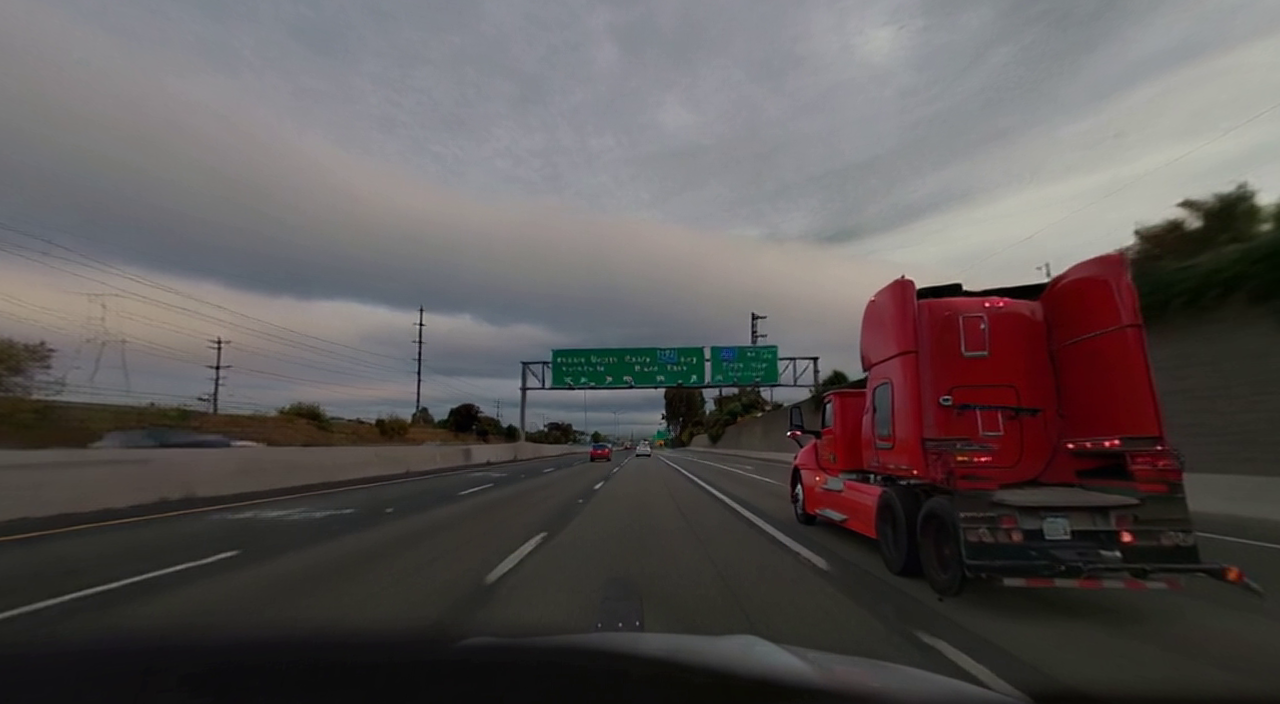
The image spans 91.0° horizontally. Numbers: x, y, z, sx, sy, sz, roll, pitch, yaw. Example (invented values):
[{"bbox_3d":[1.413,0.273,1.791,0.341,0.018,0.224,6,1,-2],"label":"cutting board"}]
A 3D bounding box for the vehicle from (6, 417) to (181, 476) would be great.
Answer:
[{"bbox_3d":[-14.526,2.543,17.024,1.553,1.422,3.461,0,-8,1],"label":"vehicle"}]

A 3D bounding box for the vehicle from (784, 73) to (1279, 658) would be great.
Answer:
[{"bbox_3d":[4.047,0.494,7.915,3.042,4.037,7.253,0,-8,3],"label":"vehicle"}]
